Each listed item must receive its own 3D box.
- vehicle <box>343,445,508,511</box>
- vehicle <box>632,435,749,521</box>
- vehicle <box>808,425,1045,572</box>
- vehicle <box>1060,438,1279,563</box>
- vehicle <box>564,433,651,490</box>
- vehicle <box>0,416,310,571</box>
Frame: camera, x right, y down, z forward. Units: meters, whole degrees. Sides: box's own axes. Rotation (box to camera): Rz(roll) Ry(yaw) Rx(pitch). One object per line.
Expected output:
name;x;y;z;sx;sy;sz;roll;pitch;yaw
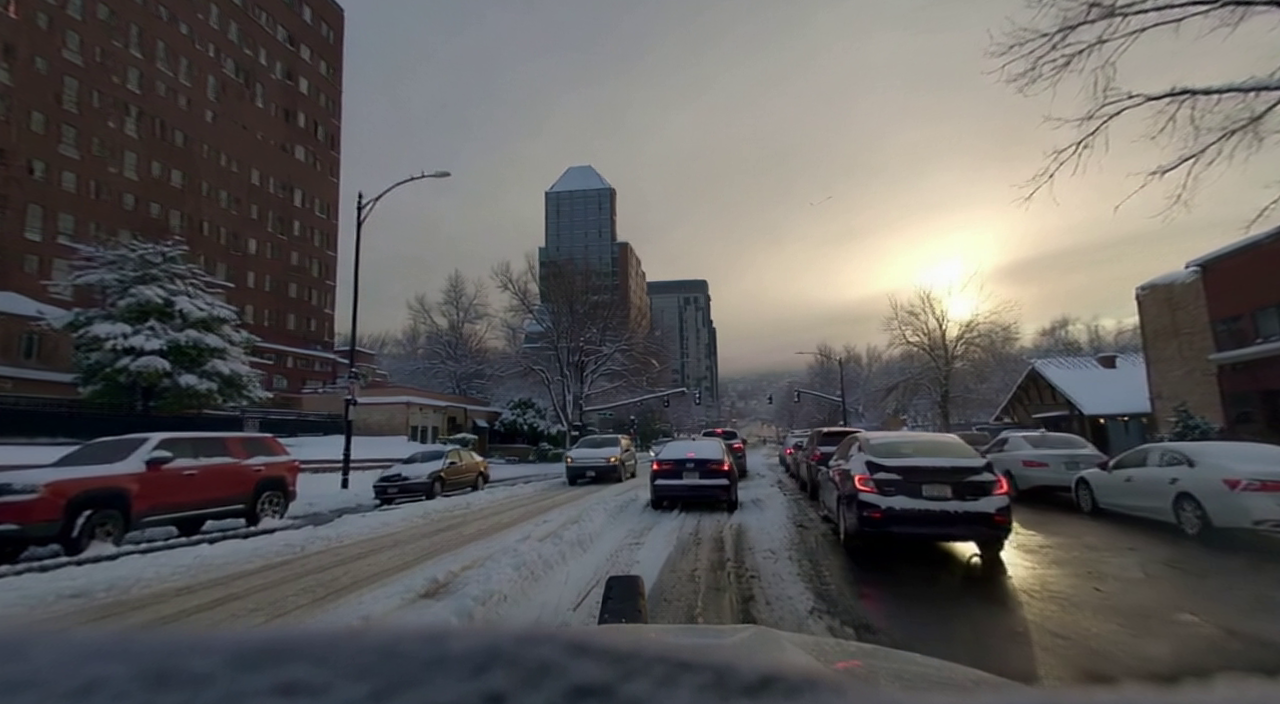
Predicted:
vehicle;-5.483;3.242;16.843;1.928;1.503;4.322;-3;-9;17
vehicle;1.168;2.469;12.905;2.031;1.461;3.763;-1;-8;9
vehicle;3.585;1.855;8.826;1.982;1.510;4.144;-2;-8;10
vehicle;8.828;2.123;9.880;1.901;1.500;4.729;-1;-8;10
vehicle;-0.996;3.731;21.807;2.030;1.730;4.453;-2;-9;10
vehicle;-7.671;2.096;9.895;1.934;1.770;4.546;-9;-9;10
